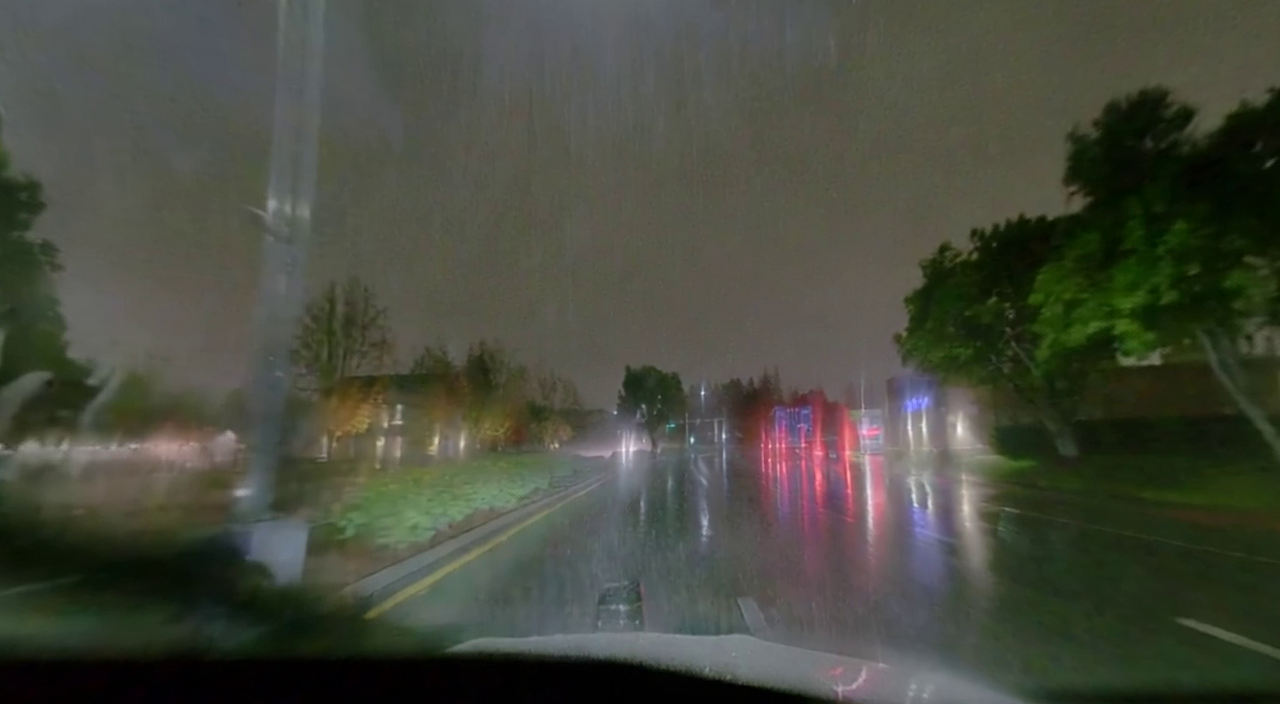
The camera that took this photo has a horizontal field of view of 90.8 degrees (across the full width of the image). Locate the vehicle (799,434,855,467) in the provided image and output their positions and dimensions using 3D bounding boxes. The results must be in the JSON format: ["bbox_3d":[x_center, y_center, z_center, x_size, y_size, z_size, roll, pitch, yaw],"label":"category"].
[{"bbox_3d":[11.807,6.256,40.320,2.200,1.944,5.935,-1,-9,5],"label":"vehicle"}]
